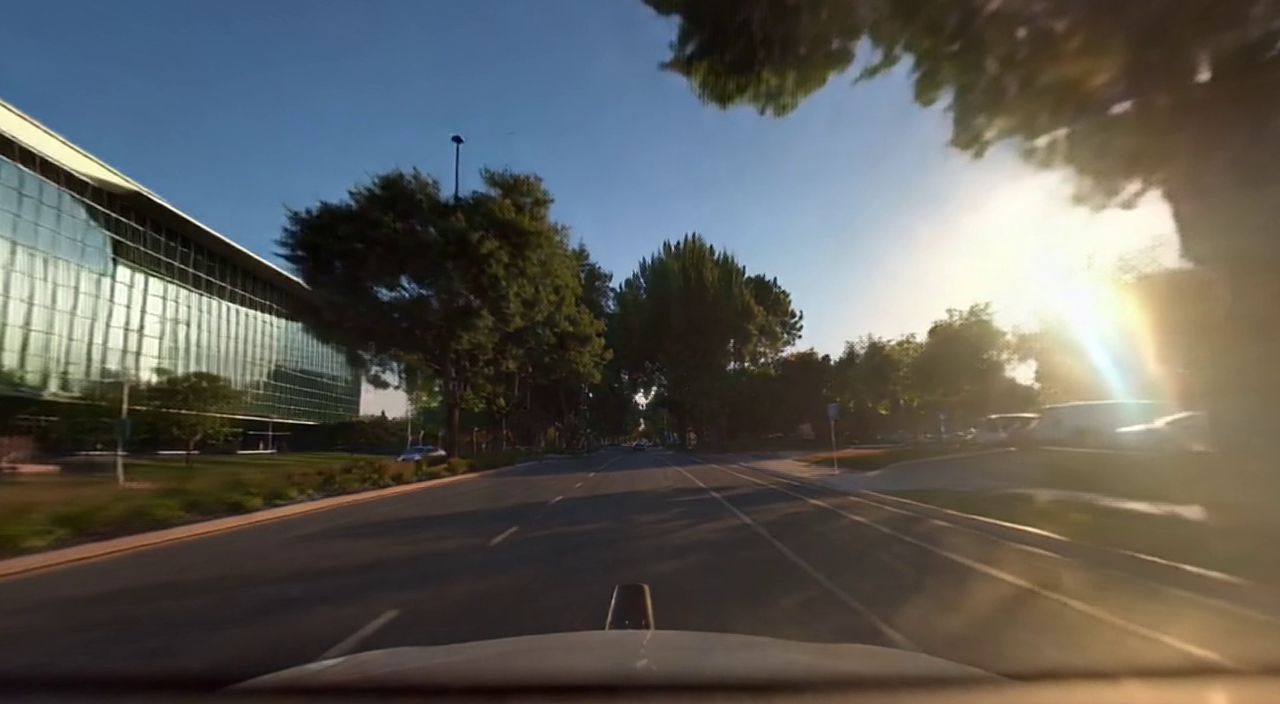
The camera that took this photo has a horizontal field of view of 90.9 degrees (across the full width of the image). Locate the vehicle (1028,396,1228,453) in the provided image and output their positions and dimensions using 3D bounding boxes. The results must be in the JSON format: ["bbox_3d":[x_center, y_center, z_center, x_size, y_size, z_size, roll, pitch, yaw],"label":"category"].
[{"bbox_3d":[15.336,2.323,20.030,4.437,1.689,2.332,0,-8,-4],"label":"vehicle"}]

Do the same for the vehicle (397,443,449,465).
[{"bbox_3d":[-15.383,7.240,44.929,1.982,1.504,4.683,0,-8,1],"label":"vehicle"}]

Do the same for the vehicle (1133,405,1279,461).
[{"bbox_3d":[15.012,2.085,16.169,3.277,1.347,1.692,0,-8,-2],"label":"vehicle"}]
